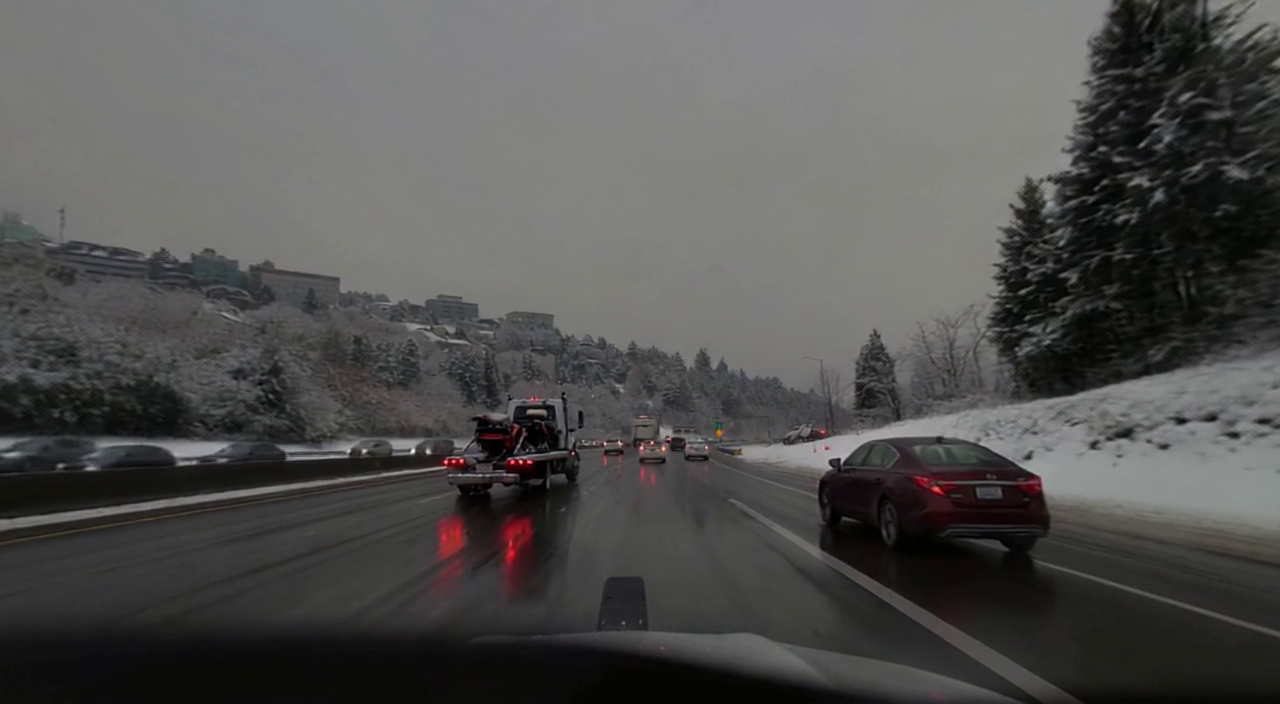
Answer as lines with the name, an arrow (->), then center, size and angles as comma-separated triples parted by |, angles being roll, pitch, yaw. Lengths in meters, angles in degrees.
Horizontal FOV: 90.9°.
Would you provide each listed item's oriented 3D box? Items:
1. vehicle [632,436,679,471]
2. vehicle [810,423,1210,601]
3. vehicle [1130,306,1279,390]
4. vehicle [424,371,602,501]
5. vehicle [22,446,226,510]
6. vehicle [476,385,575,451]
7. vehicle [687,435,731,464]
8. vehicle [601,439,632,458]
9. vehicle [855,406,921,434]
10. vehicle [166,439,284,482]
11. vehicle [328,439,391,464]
vehicle -> 0.700, 4.756, 29.790 | 2.079, 1.499, 3.915 | 0, -8, 1
vehicle -> 3.717, 1.660, 7.513 | 2.040, 1.481, 4.260 | 0, -8, -2
vehicle -> 16.014, 0.019, 16.943 | 1.979, 1.616, 4.268 | 0, -9, -5
vehicle -> -3.178, 2.645, 19.497 | 3.162, 2.955, 10.282 | 0, -8, 1
vehicle -> -12.845, 3.103, 16.076 | 1.877, 1.403, 3.836 | 0, -8, 1
vehicle -> -3.156, 2.021, 18.403 | 1.893, 1.674, 4.766 | 0, -8, 1
vehicle -> 4.149, 5.938, 38.609 | 2.075, 1.614, 4.682 | 0, -8, -1
vehicle -> -1.795, 7.442, 48.727 | 2.016, 1.450, 4.310 | -1, -8, 3
vehicle -> 14.441, 4.014, 36.982 | 1.930, 1.454, 4.126 | 0, -8, -4
vehicle -> -16.524, 4.314, 25.403 | 1.865, 1.580, 4.072 | 0, -8, 2
vehicle -> -18.959, 6.729, 42.810 | 2.043, 1.619, 4.442 | -1, -8, 3
